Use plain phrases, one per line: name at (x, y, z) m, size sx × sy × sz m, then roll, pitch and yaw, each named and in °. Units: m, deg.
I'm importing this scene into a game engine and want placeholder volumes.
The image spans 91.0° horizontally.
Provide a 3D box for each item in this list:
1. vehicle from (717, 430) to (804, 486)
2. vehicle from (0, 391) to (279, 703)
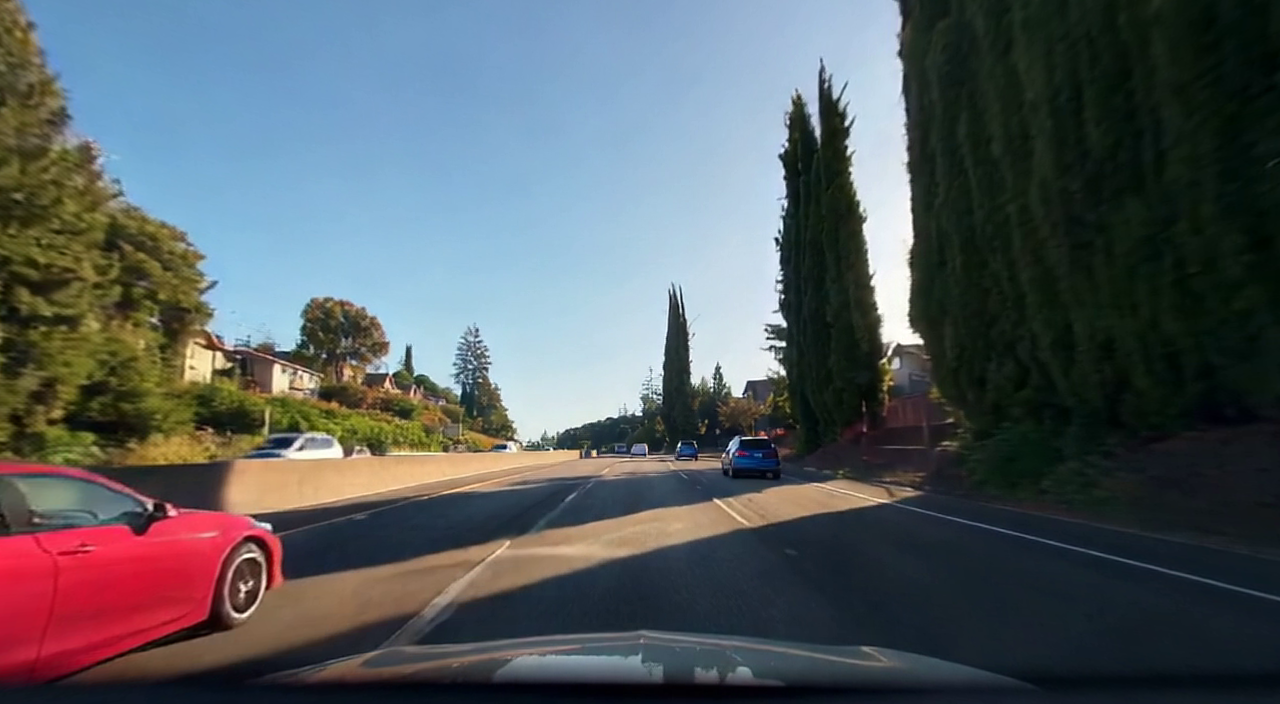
vehicle at (3.964, 3.571, 21.470) m, size 2.092 × 1.686 × 4.188 m, roll 0°, pitch -9°, yaw -1°
vehicle at (-3.709, 0.890, 2.360) m, size 2.036 × 1.528 × 4.400 m, roll 0°, pitch -9°, yaw 1°
